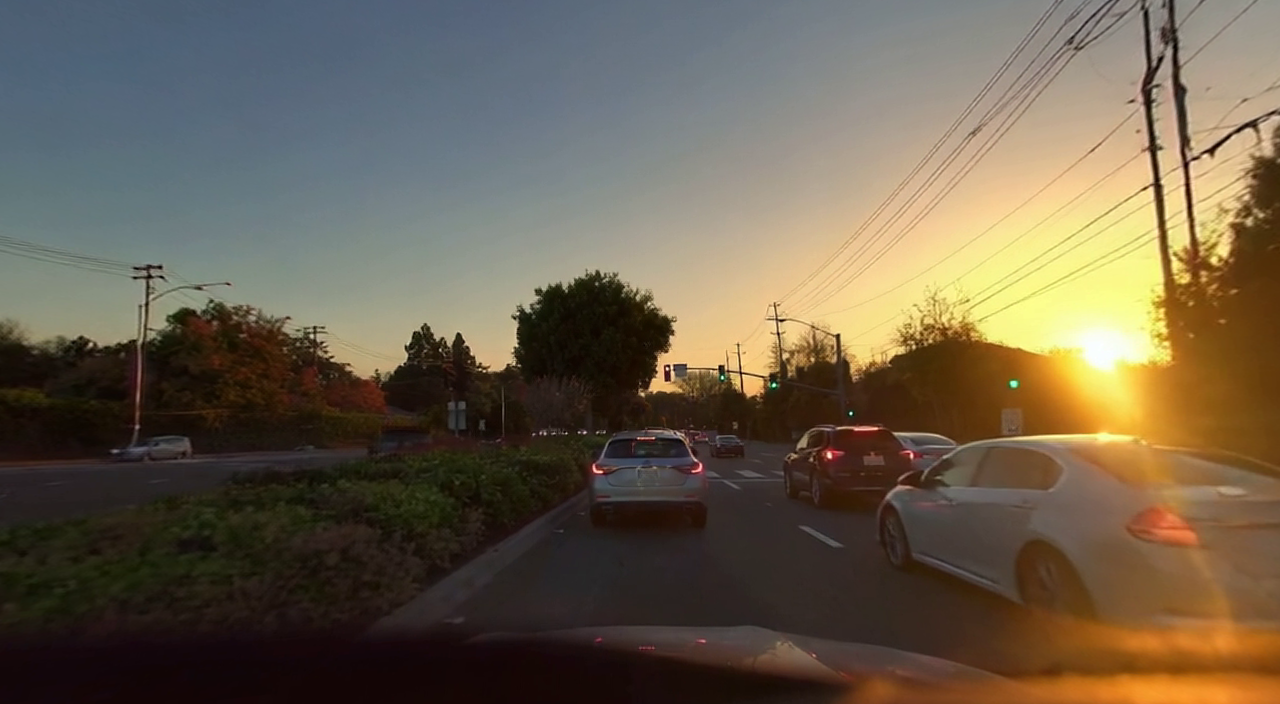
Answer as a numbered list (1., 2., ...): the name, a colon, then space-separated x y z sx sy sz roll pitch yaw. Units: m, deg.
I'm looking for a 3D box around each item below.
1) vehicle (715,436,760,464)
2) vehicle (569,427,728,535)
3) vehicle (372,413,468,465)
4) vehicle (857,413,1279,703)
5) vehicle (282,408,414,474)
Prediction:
1. vehicle: 5.604 5.718 36.835 1.995 1.491 4.133 0 -8 1
2. vehicle: 0.141 2.136 11.067 2.208 1.498 4.401 0 -8 1
3. vehicle: -15.822 6.473 46.427 3.085 3.375 9.783 -1 -8 3
4. vehicle: 3.581 1.347 5.209 2.028 1.454 4.531 0 -8 1
5. vehicle: -16.415 5.172 36.403 2.934 3.328 8.716 -1 -8 4
